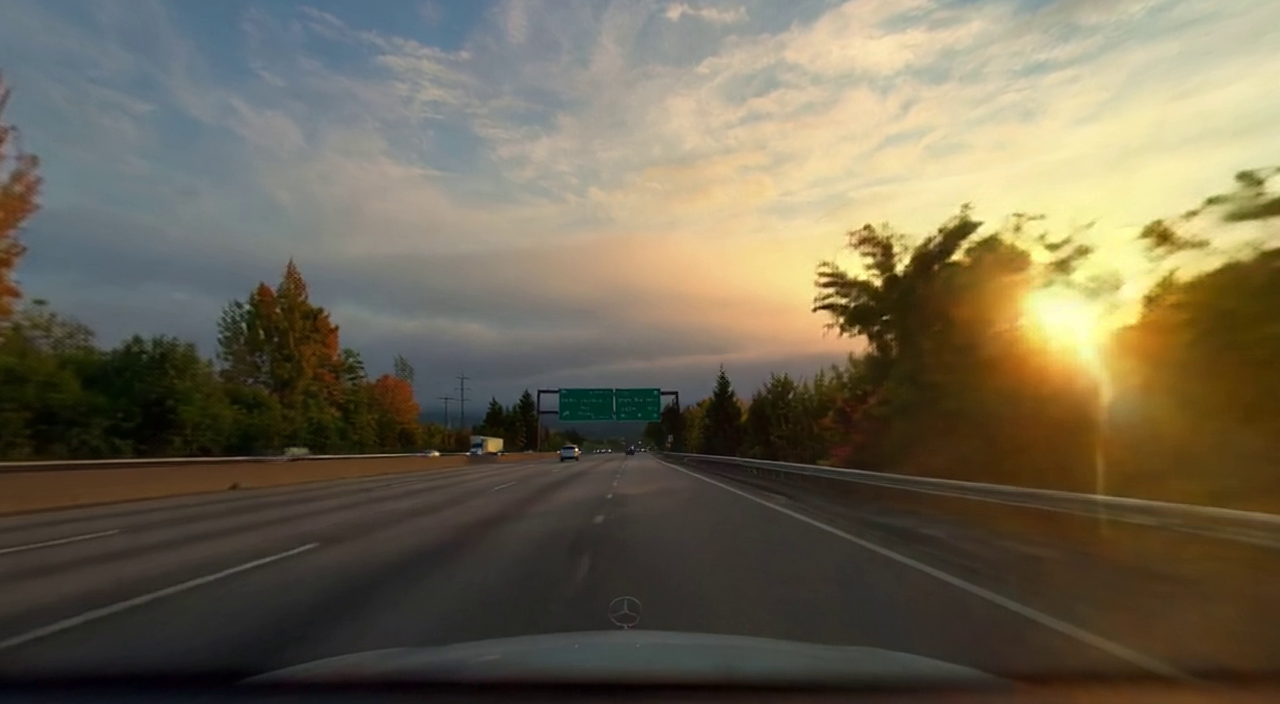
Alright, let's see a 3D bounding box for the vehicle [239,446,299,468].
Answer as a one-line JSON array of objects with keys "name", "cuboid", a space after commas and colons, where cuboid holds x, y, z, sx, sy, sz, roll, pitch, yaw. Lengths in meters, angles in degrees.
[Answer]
[{"name": "vehicle", "cuboid": [-27.144, 7.704, 46.264, 1.830, 1.555, 4.277, 0, -9, 0]}]
